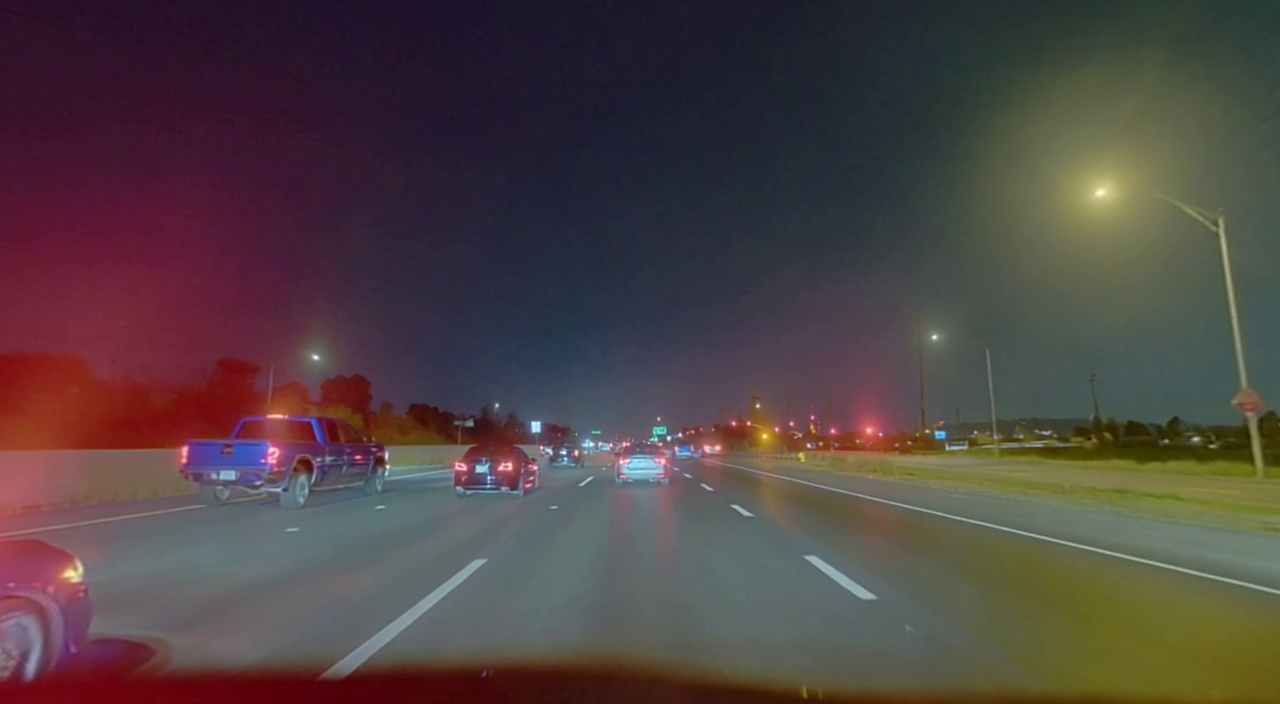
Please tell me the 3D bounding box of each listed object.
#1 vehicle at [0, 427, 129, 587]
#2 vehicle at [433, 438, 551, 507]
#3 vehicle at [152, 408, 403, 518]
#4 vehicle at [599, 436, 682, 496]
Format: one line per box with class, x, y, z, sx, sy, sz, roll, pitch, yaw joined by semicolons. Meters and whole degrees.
vehicle;-6.876;1.297;4.881;1.900;1.461;4.706;0;-8;0
vehicle;-3.442;2.869;15.539;1.899;1.437;4.131;0;-8;0
vehicle;-7.512;2.388;14.100;2.194;1.922;5.637;0;-8;1
vehicle;-0.021;3.214;18.274;2.102;1.499;4.439;0;-8;-1
